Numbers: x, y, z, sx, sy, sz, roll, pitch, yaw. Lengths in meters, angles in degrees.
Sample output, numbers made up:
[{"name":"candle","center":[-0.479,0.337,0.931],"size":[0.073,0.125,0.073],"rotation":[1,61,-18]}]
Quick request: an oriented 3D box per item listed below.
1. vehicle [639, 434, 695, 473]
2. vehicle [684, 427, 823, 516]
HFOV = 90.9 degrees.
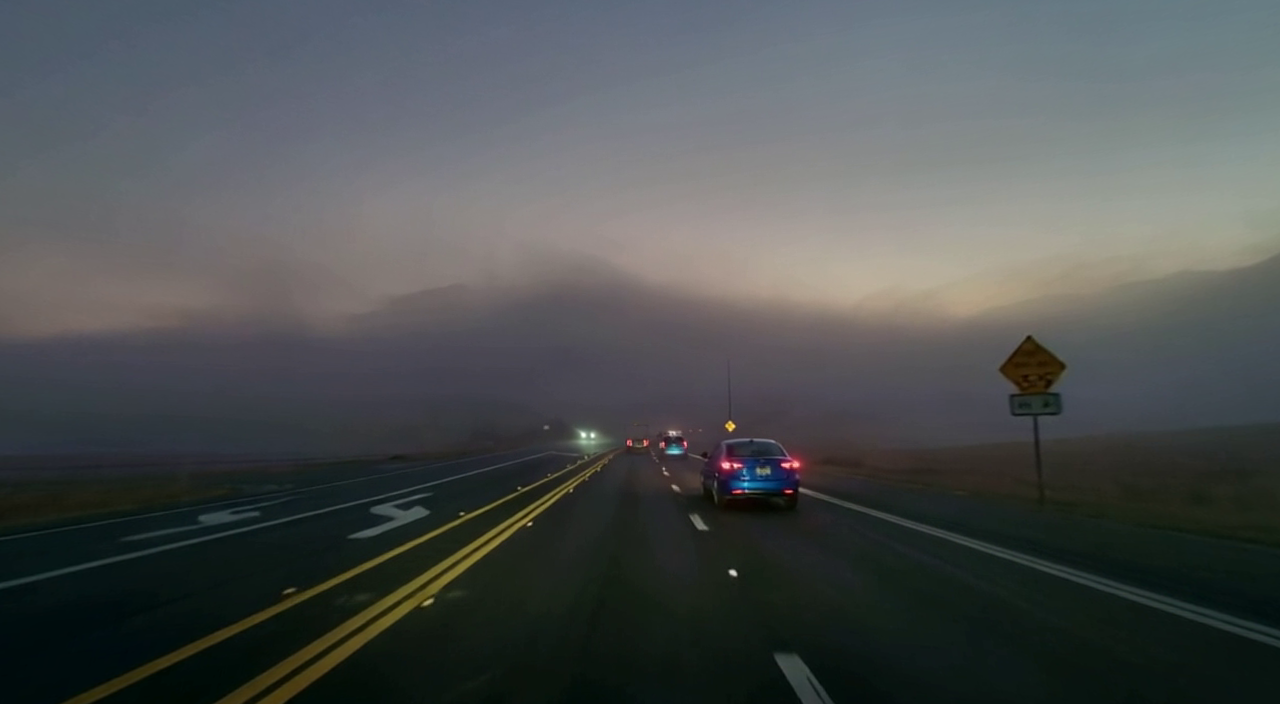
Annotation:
[{"name":"vehicle","center":[1.067,4.326,27.135],"size":[2.026,1.531,4.273],"rotation":[0,-8,-3]},{"name":"vehicle","center":[2.133,2.384,13.079],"size":[2.007,1.534,3.976],"rotation":[0,-8,-2]}]
